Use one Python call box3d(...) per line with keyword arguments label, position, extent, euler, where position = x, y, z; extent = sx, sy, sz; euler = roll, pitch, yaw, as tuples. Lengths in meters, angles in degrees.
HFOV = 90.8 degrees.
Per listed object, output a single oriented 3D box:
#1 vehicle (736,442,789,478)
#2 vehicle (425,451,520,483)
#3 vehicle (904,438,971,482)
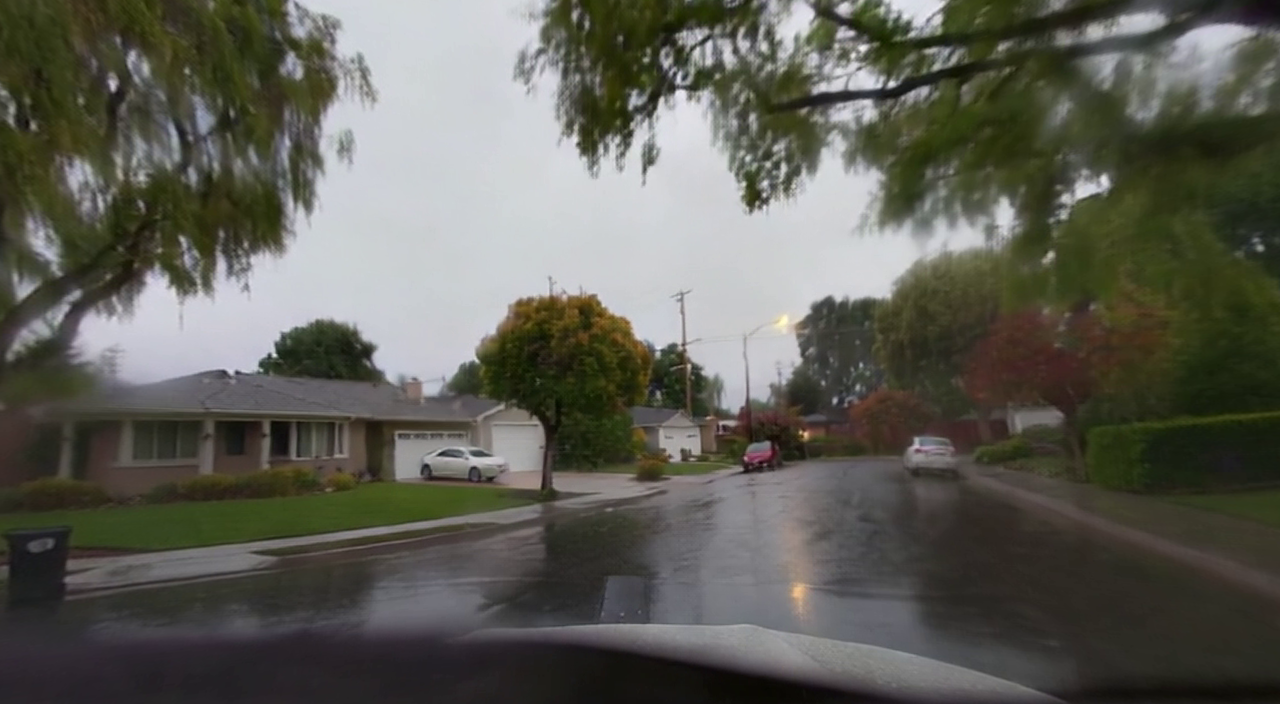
box3d(label="vehicle", position=(7.457, 6.464, 37.990), extent=(2.208, 1.834, 4.675), euler=(-9, -11, 19))
box3d(label="vehicle", position=(-8.580, 5.861, 32.358), extent=(4.404, 1.495, 1.844), euler=(-3, -9, 21))
box3d(label="vehicle", position=(12.037, 4.343, 25.813), extent=(2.005, 1.553, 3.984), euler=(-1, -8, 19))
